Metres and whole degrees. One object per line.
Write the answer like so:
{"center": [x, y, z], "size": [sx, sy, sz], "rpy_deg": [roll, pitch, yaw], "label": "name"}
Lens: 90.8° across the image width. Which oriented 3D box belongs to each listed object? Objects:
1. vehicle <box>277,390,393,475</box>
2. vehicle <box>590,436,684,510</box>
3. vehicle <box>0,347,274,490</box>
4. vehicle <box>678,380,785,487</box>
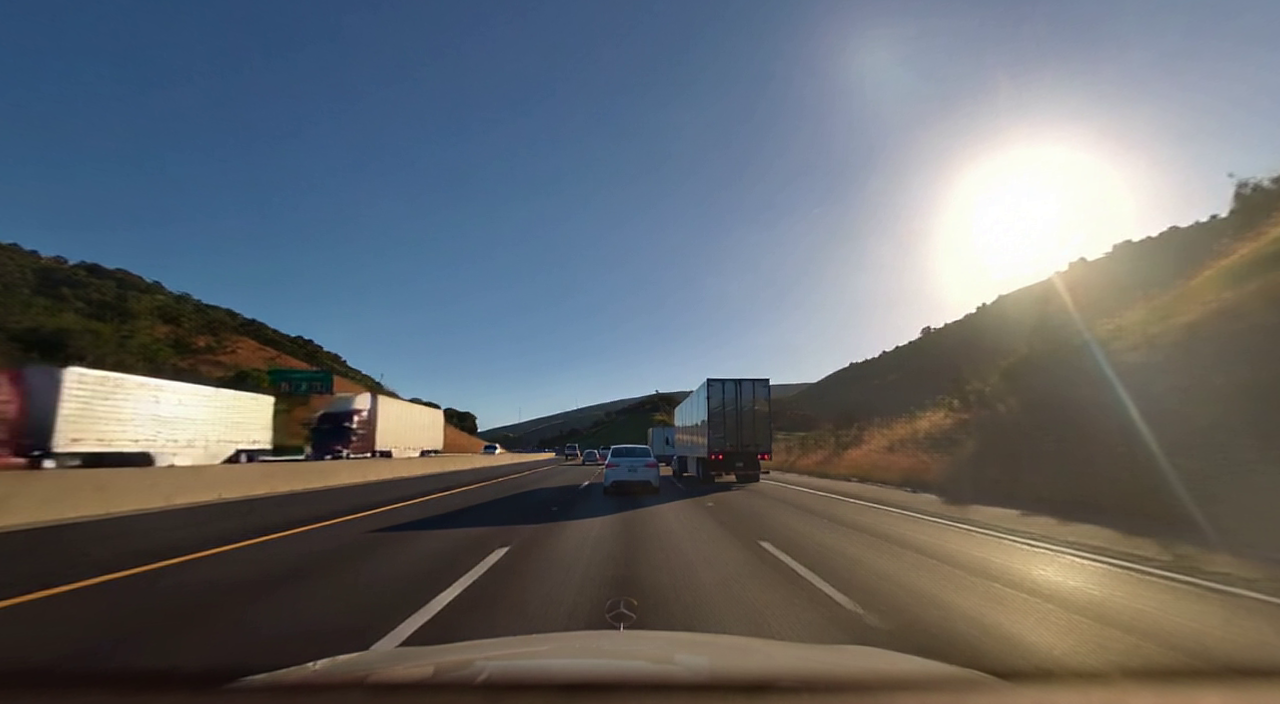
{"center": [-15.481, 4.248, 32.591], "size": [2.985, 3.964, 5.868], "rpy_deg": [0, -9, -1], "label": "vehicle"}
{"center": [-0.082, 3.049, 16.234], "size": [2.109, 1.639, 3.768], "rpy_deg": [0, -9, -1], "label": "vehicle"}
{"center": [-19.748, 2.940, 24.568], "size": [2.833, 4.023, 14.091], "rpy_deg": [0, -9, -1], "label": "vehicle"}
{"center": [3.893, 4.168, 31.023], "size": [2.812, 4.024, 14.098], "rpy_deg": [0, -9, -1], "label": "vehicle"}
